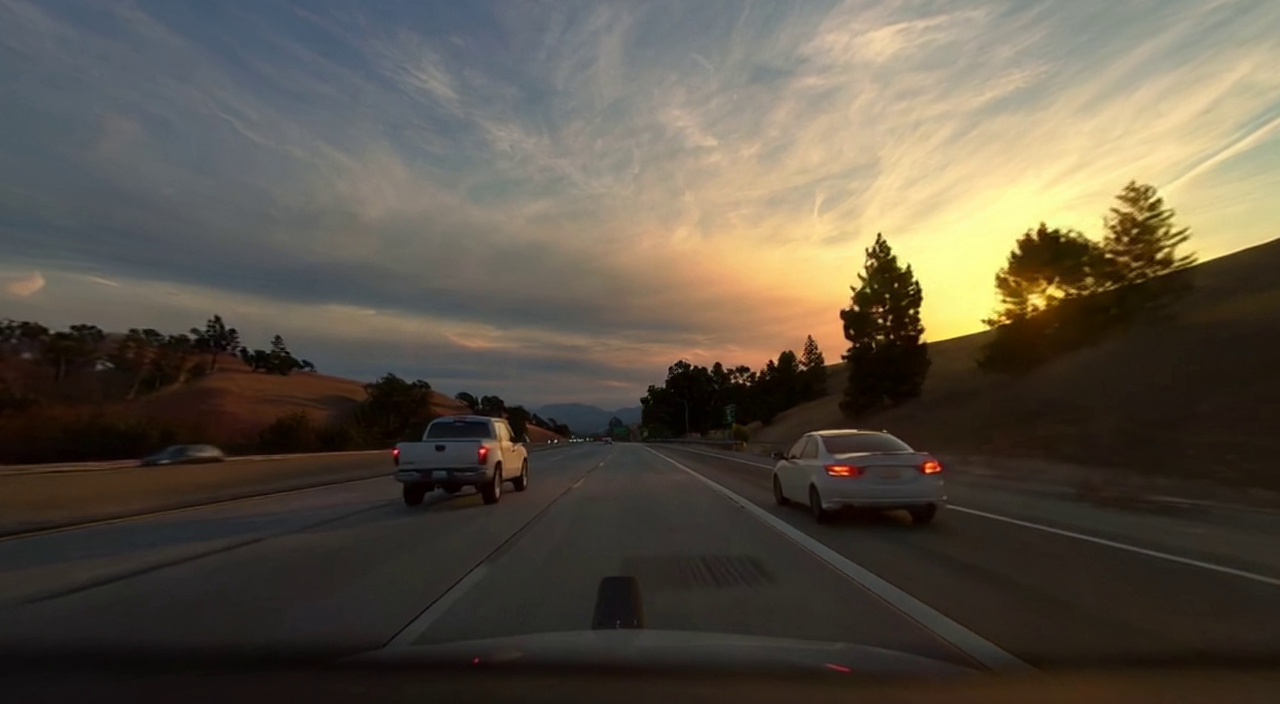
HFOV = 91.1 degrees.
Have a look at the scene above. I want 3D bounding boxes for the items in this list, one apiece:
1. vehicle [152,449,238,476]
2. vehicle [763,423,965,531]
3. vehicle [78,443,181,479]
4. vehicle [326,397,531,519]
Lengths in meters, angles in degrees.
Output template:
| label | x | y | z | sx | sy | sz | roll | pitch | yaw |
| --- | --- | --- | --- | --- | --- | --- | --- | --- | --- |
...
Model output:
| label | x | y | z | sx | sy | sz | roll | pitch | yaw |
| --- | --- | --- | --- | --- | --- | --- | --- | --- | --- |
| vehicle | -26.939 | 6.669 | 38.244 | 1.809 | 1.483 | 4.661 | 0 | -8 | 0 |
| vehicle | 3.546 | 2.033 | 10.967 | 1.817 | 1.465 | 4.415 | 0 | -8 | -1 |
| vehicle | -30.592 | 6.518 | 37.901 | 2.022 | 1.946 | 4.972 | 0 | -8 | -1 |
| vehicle | -3.601 | 1.937 | 12.132 | 2.106 | 1.779 | 5.610 | 0 | -8 | -1 |
